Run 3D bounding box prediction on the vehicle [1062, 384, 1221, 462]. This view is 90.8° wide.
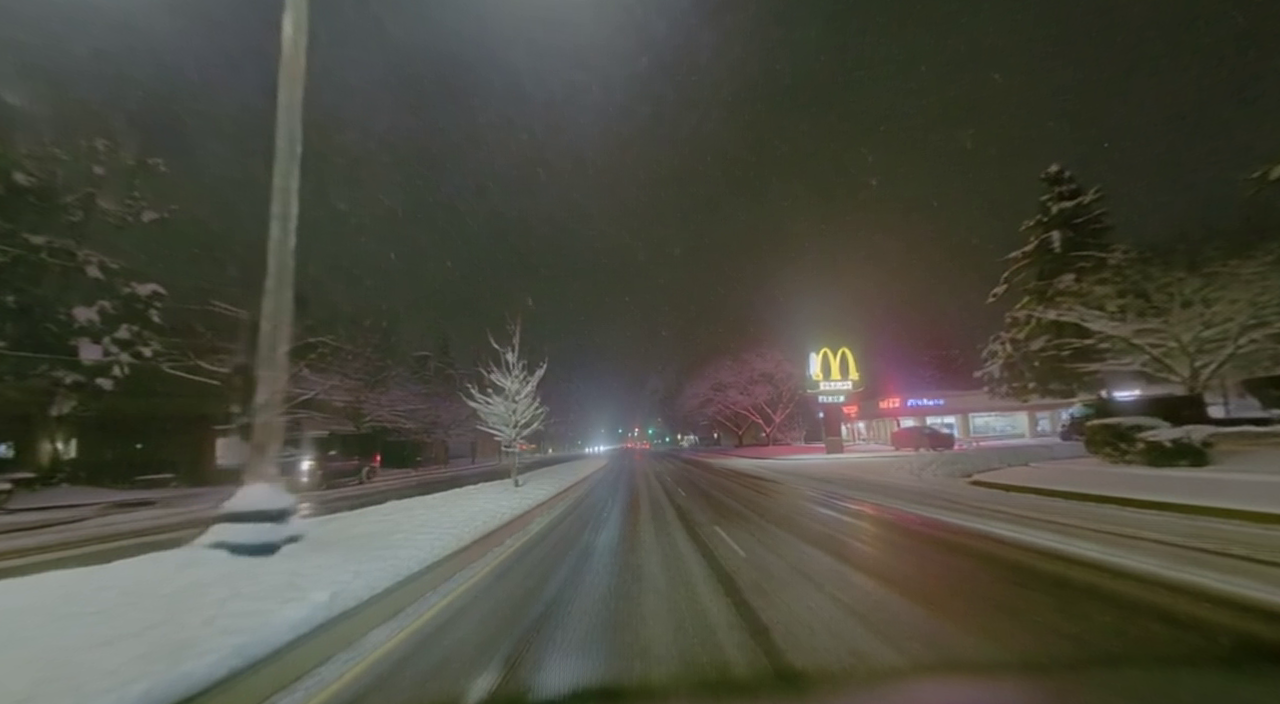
[{"bbox_3d":[28.934,4.177,36.462,8.627,4.134,2.881,3,-9,-22],"label":"vehicle"}]

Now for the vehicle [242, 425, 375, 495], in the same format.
[{"bbox_3d":[-19.571,6.448,38.279,2.966,3.698,9.217,0,-9,0],"label":"vehicle"}]
